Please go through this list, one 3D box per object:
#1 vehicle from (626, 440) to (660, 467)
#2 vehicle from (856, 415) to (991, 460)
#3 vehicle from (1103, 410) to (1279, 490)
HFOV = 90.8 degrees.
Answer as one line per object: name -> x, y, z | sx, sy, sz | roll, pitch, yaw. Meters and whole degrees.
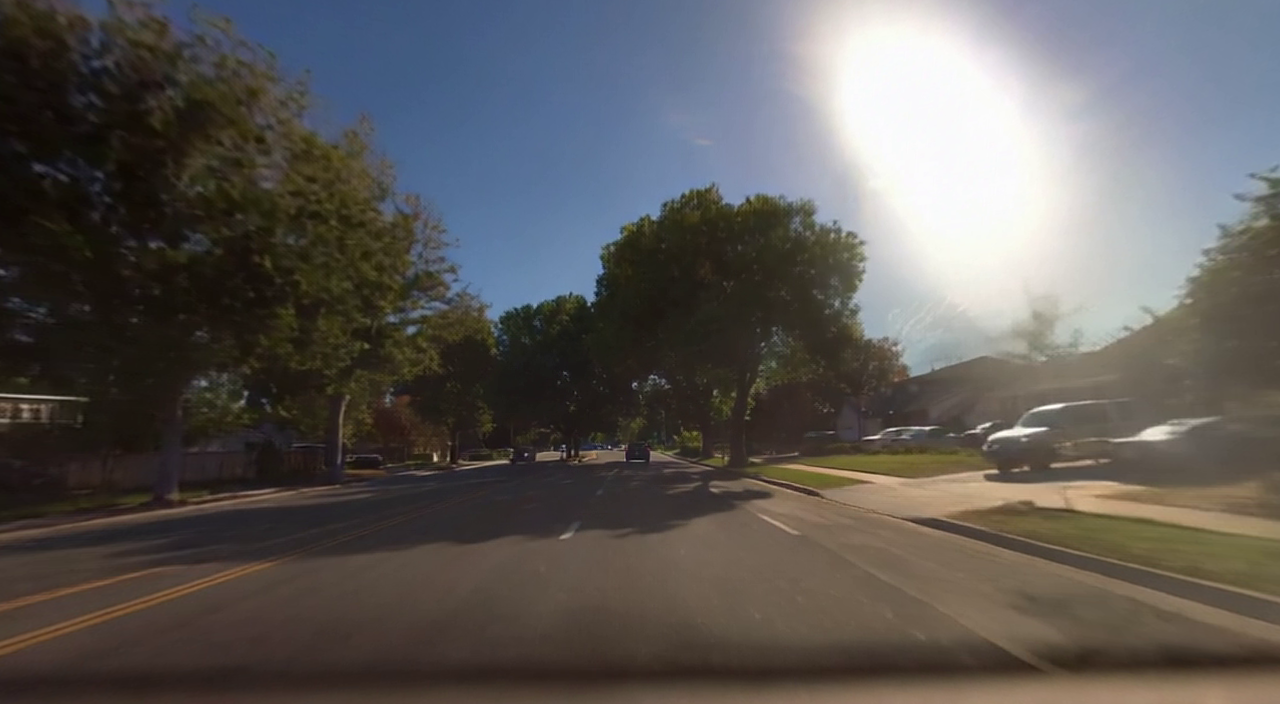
vehicle -> 0.150, 7.121, 44.552 | 2.215, 1.799, 4.426 | 0, -9, -1
vehicle -> 16.161, 4.937, 36.356 | 6.339, 2.103, 2.660 | -3, -8, -1
vehicle -> 12.195, 1.938, 12.580 | 4.415, 1.467, 1.865 | 0, -9, 0
